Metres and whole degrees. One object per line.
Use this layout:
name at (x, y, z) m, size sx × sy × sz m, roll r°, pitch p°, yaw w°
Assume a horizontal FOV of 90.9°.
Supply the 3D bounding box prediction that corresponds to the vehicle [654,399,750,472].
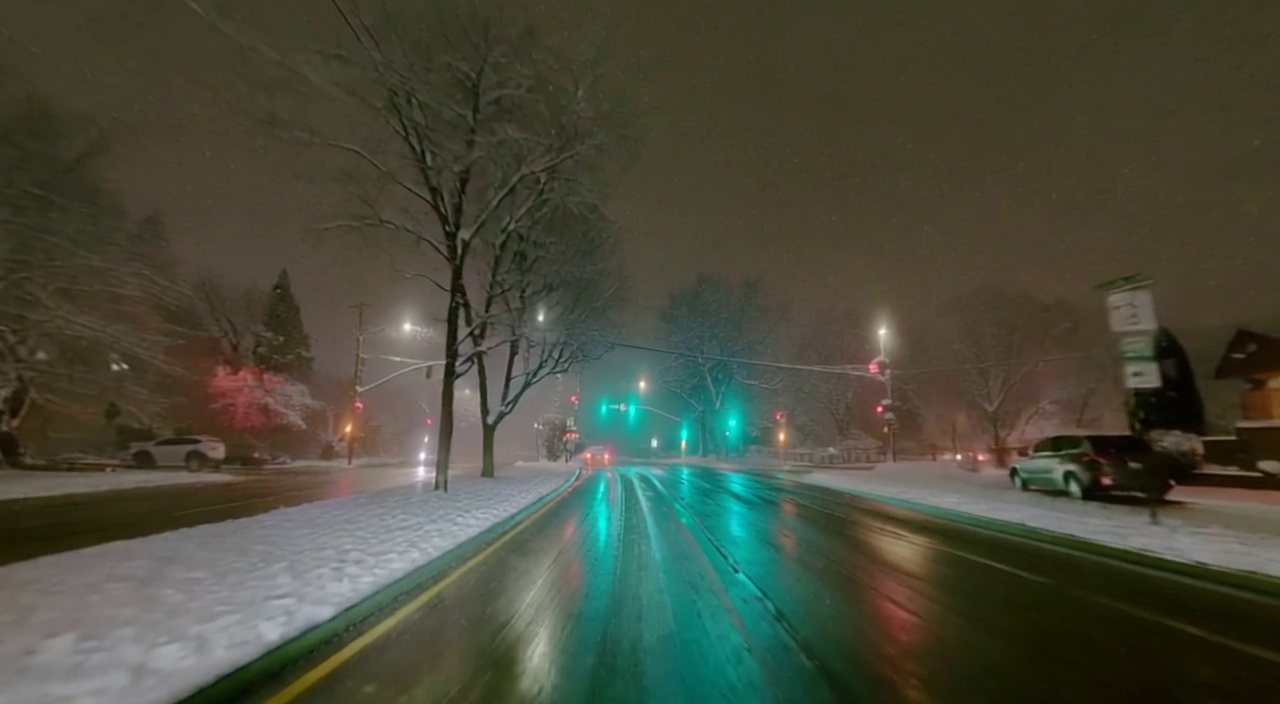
vehicle at (2.965, 4.732, 34.984) m, size 3.037 × 3.261 × 12.926 m, roll 1°, pitch -9°, yaw -5°

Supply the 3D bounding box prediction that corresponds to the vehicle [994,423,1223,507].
vehicle at (11.515, 2.808, 16.120) m, size 2.145 × 1.795 × 4.992 m, roll 0°, pitch -9°, yaw 2°

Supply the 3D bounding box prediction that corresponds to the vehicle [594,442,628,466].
vehicle at (-1.960, 6.719, 41.692) m, size 2.113 × 1.462 × 4.203 m, roll 1°, pitch -9°, yaw -4°

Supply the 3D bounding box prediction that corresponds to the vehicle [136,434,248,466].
vehicle at (-23.950, 5.270, 33.849) m, size 4.348 × 1.653 × 1.948 m, roll 2°, pitch -9°, yaw -11°
